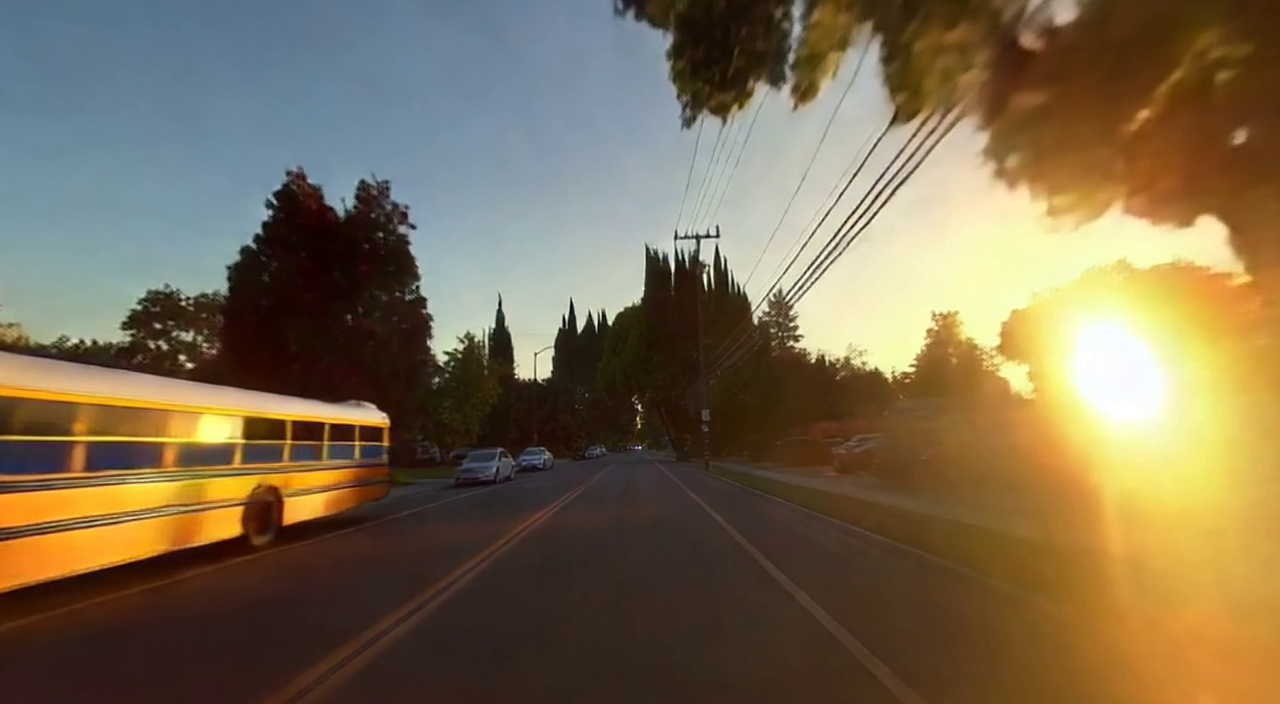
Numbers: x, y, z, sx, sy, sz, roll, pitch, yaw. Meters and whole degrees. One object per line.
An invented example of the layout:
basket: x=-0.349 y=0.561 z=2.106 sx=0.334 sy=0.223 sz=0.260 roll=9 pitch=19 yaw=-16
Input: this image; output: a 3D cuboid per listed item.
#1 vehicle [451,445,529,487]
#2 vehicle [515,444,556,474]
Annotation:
vehicle: x=-6.606 y=5.080 z=28.373 sx=2.129 sy=1.556 sz=4.778 roll=-4 pitch=-9 yaw=2
vehicle: x=-6.811 y=6.975 z=41.387 sx=1.923 sy=1.687 sz=4.511 roll=-4 pitch=-8 yaw=-1
